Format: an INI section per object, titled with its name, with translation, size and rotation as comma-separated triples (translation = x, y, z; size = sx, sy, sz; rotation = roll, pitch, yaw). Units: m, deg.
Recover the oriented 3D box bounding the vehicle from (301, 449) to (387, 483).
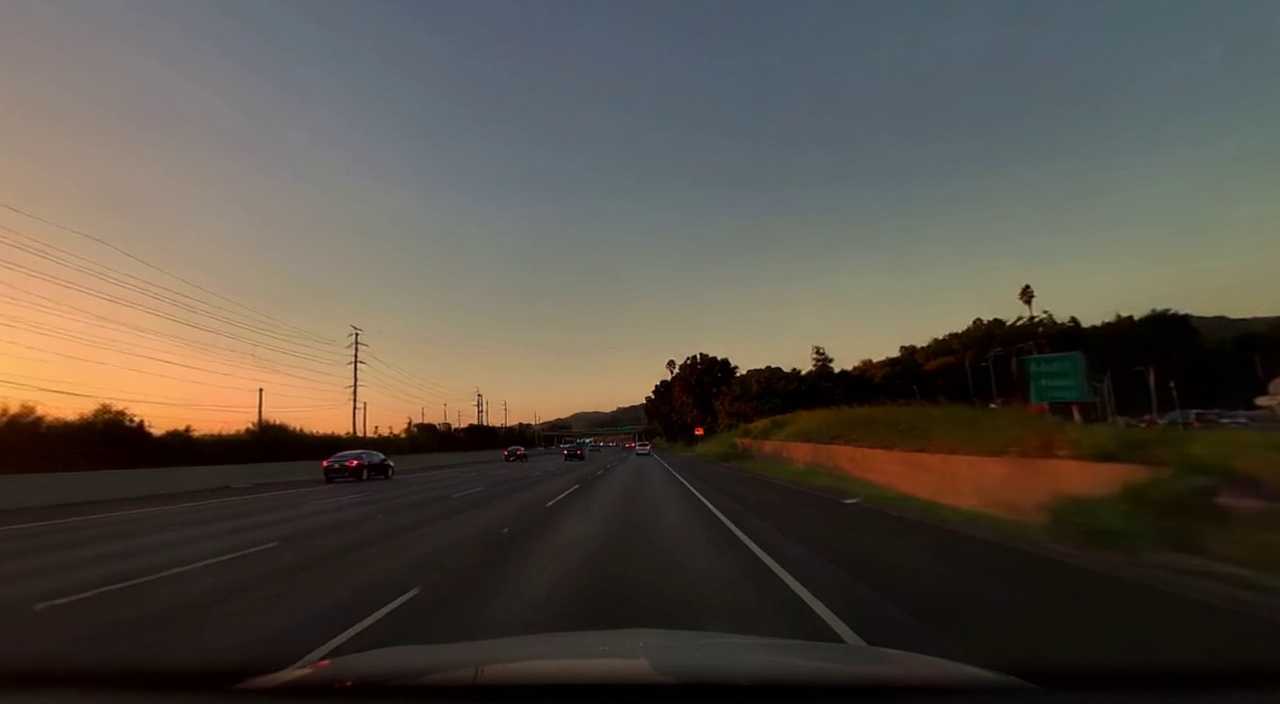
[vehicle]
translation = -14.217, 5.491, 30.626
size = 1.988, 1.477, 4.442
rotation = 0, -8, 1
